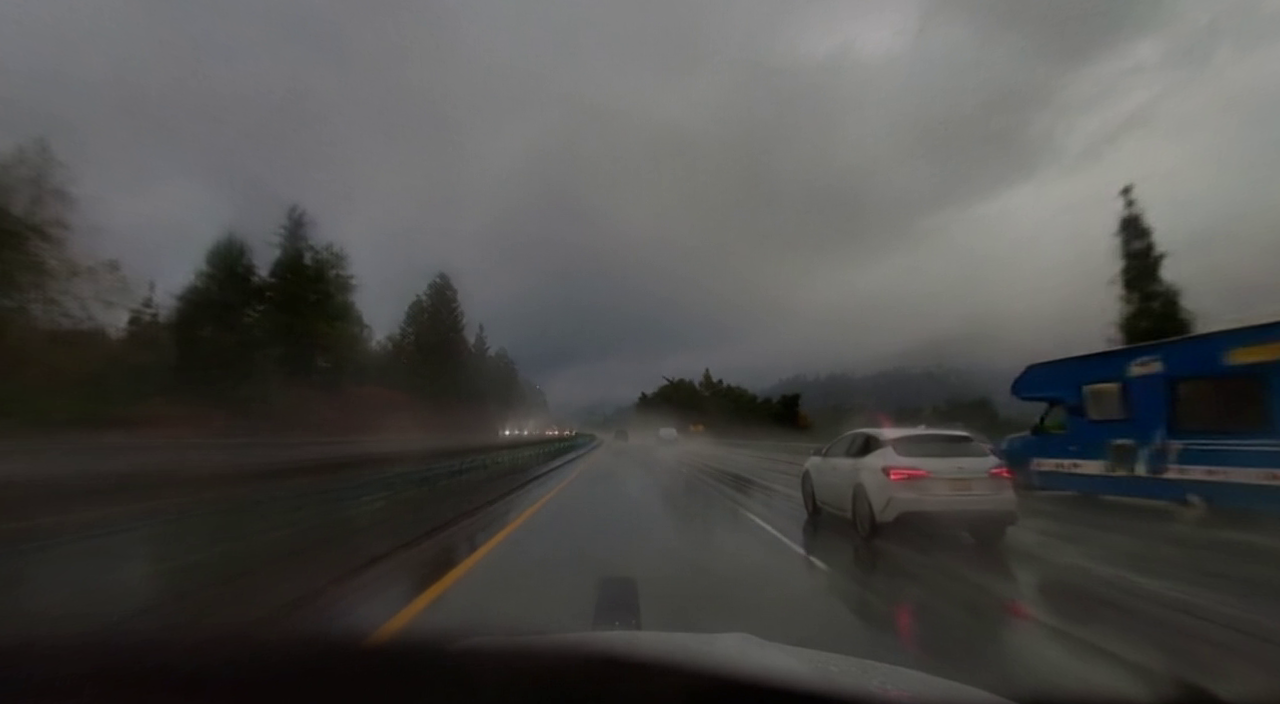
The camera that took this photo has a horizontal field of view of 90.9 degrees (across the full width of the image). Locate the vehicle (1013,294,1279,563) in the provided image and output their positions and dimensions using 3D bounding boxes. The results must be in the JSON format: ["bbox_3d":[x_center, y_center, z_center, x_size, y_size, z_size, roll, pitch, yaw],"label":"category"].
[{"bbox_3d":[7.735,0.966,7.825,2.594,2.701,5.573,0,-8,-2],"label":"vehicle"}]

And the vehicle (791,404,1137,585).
[{"bbox_3d":[3.320,1.503,7.513,2.002,1.569,3.845,0,-8,-1],"label":"vehicle"}]
